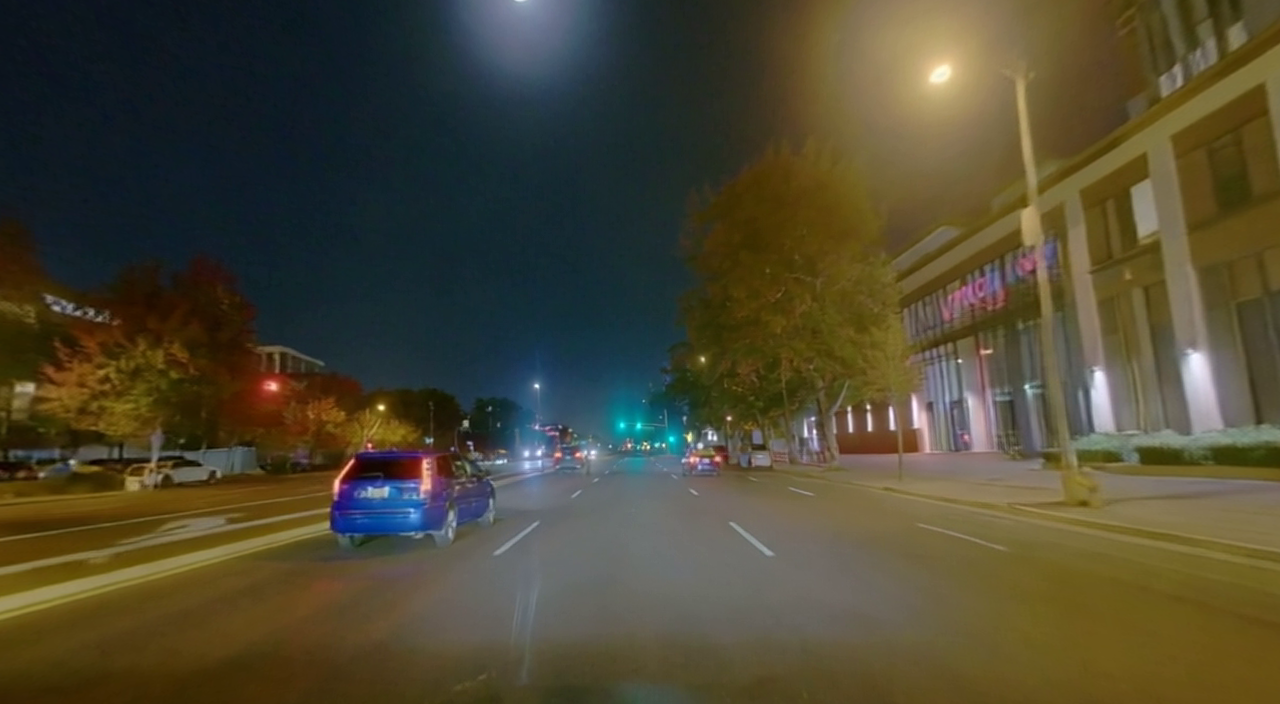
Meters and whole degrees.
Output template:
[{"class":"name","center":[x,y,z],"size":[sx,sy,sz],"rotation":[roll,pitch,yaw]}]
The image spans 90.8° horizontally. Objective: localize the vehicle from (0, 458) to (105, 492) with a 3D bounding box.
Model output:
[{"class":"vehicle","center":[-29.109,6.014,31.000],"size":[3.907,1.533,1.829],"rotation":[0,-9,-1]}]

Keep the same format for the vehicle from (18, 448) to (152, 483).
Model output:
[{"class":"vehicle","center":[-29.454,6.035,33.651],"size":[4.987,1.709,2.267],"rotation":[-1,-9,2]}]

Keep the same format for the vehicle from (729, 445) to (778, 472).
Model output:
[{"class":"vehicle","center":[6.592,6.224,37.180],"size":[1.896,1.479,4.416],"rotation":[0,-9,-2]}]

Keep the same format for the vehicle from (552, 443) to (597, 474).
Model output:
[{"class":"vehicle","center":[-3.890,6.386,38.108],"size":[2.145,1.694,4.642],"rotation":[0,-9,1]}]

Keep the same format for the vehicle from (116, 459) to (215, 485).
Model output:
[{"class":"vehicle","center":[-29.415,7.428,39.253],"size":[4.604,1.498,1.899],"rotation":[0,-9,1]}]

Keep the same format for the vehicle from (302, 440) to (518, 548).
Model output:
[{"class":"vehicle","center":[-3.574,2.279,10.893],"size":[2.060,1.466,4.387],"rotation":[0,-9,0]}]

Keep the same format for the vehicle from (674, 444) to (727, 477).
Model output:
[{"class":"vehicle","center":[2.824,5.216,30.672],"size":[1.961,1.482,4.538],"rotation":[0,-9,-2]}]
